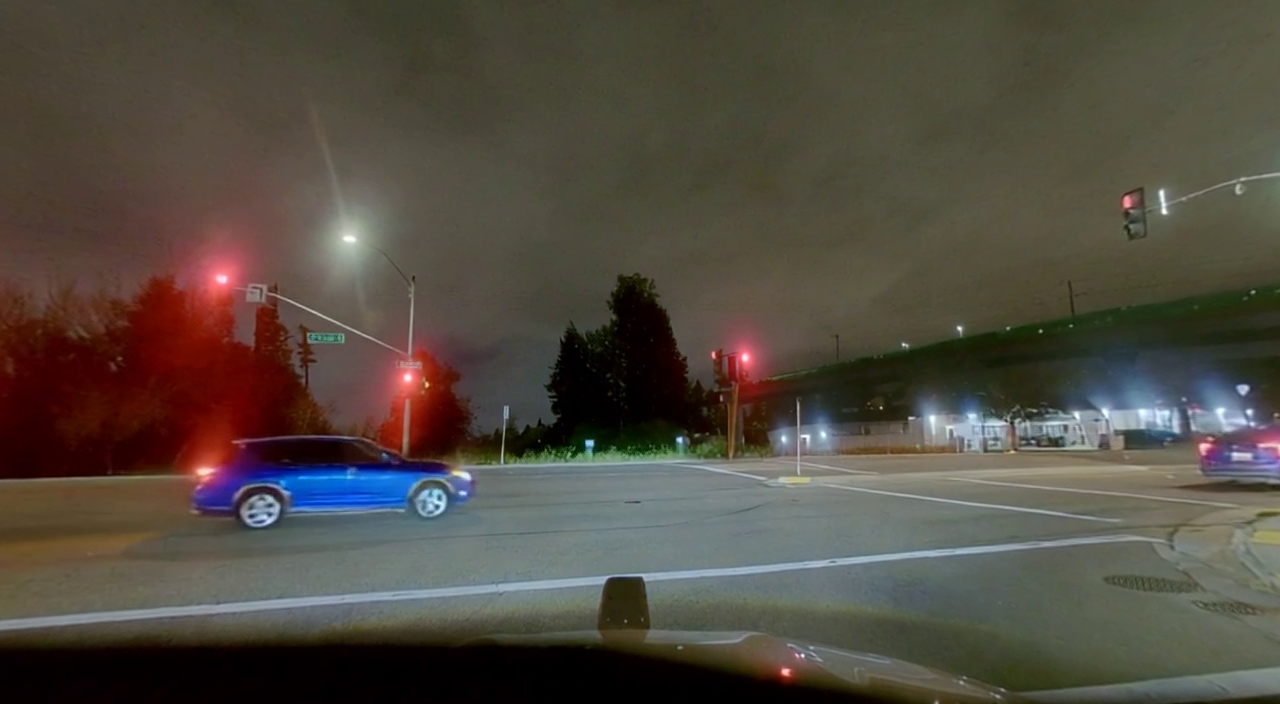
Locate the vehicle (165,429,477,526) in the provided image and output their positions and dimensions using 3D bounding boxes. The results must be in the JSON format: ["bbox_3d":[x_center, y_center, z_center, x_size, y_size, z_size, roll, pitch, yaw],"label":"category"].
[{"bbox_3d":[-5.340,2.164,11.342,4.610,1.476,2.021,2,-9,-14],"label":"vehicle"}]
